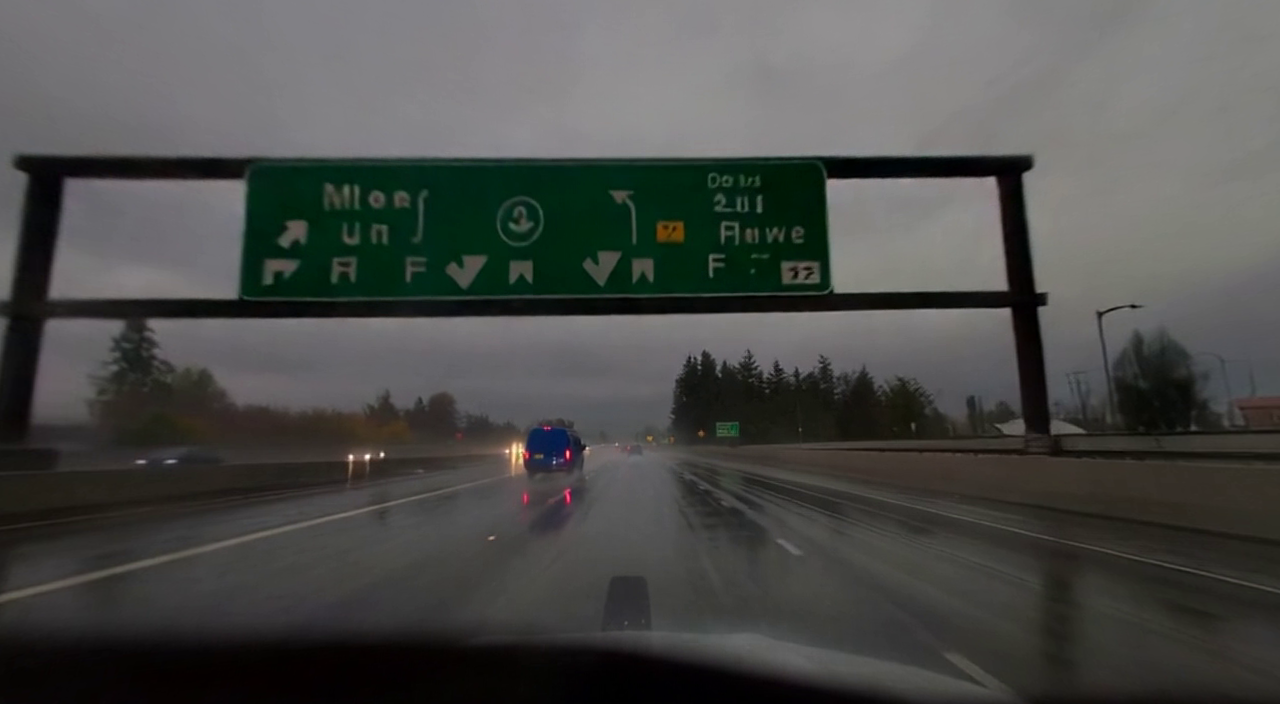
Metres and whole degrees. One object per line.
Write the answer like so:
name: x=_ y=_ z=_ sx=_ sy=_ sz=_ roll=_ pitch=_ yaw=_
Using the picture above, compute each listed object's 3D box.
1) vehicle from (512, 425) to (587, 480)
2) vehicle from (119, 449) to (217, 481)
vehicle: x=-3.527 y=4.024 z=25.431 sx=2.281 sy=2.025 sz=4.586 roll=0 pitch=-8 yaw=1
vehicle: x=-23.998 y=5.733 z=32.213 sx=1.801 sy=1.452 sz=4.238 roll=0 pitch=-8 yaw=-1
